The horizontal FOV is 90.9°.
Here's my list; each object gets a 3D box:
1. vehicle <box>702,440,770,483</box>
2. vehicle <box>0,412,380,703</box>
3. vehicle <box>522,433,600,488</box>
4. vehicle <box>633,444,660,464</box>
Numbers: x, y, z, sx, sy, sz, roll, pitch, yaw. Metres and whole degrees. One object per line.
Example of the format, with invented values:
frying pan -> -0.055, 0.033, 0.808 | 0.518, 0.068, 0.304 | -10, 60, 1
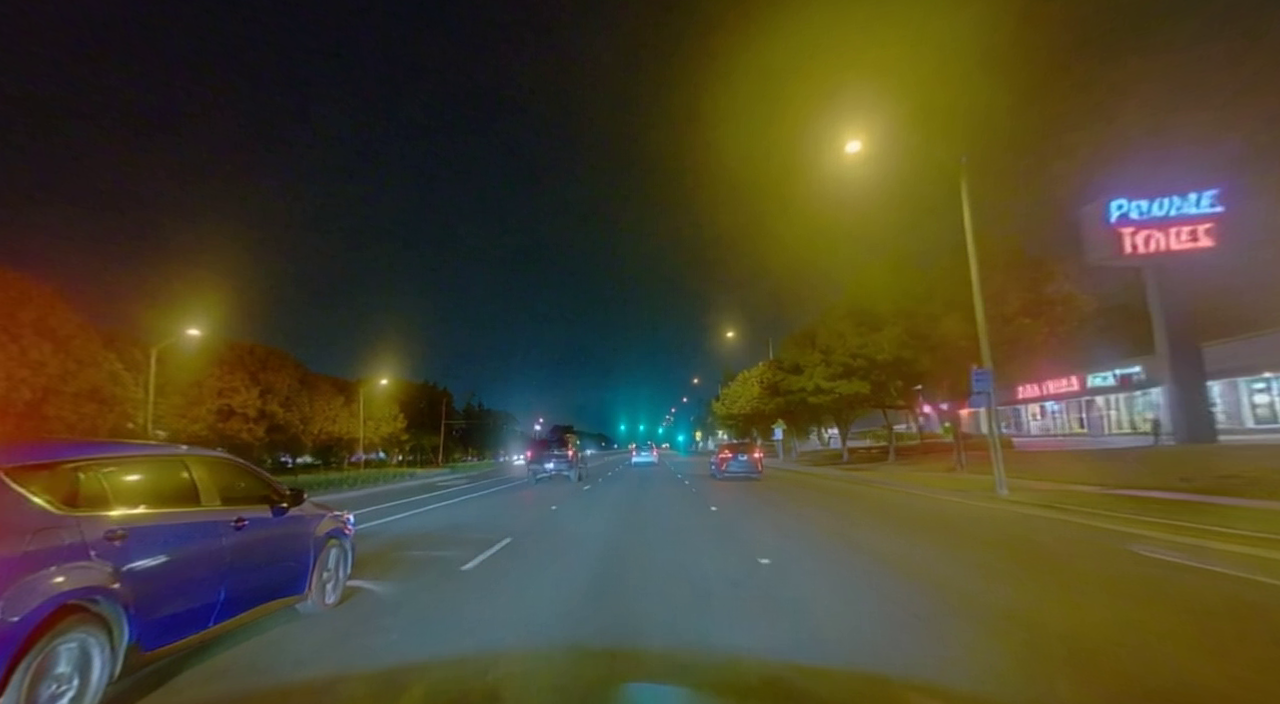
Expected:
vehicle -> 3.568, 4.138, 24.155 | 1.904, 1.490, 4.299 | 0, -8, 0
vehicle -> -3.254, 1.055, 2.918 | 1.956, 1.460, 4.802 | -1, -8, 1
vehicle -> -2.793, 3.977, 23.447 | 2.193, 1.788, 4.603 | -1, -8, 1
vehicle -> 0.486, 7.902, 49.054 | 2.069, 1.445, 3.965 | 0, -8, 0
